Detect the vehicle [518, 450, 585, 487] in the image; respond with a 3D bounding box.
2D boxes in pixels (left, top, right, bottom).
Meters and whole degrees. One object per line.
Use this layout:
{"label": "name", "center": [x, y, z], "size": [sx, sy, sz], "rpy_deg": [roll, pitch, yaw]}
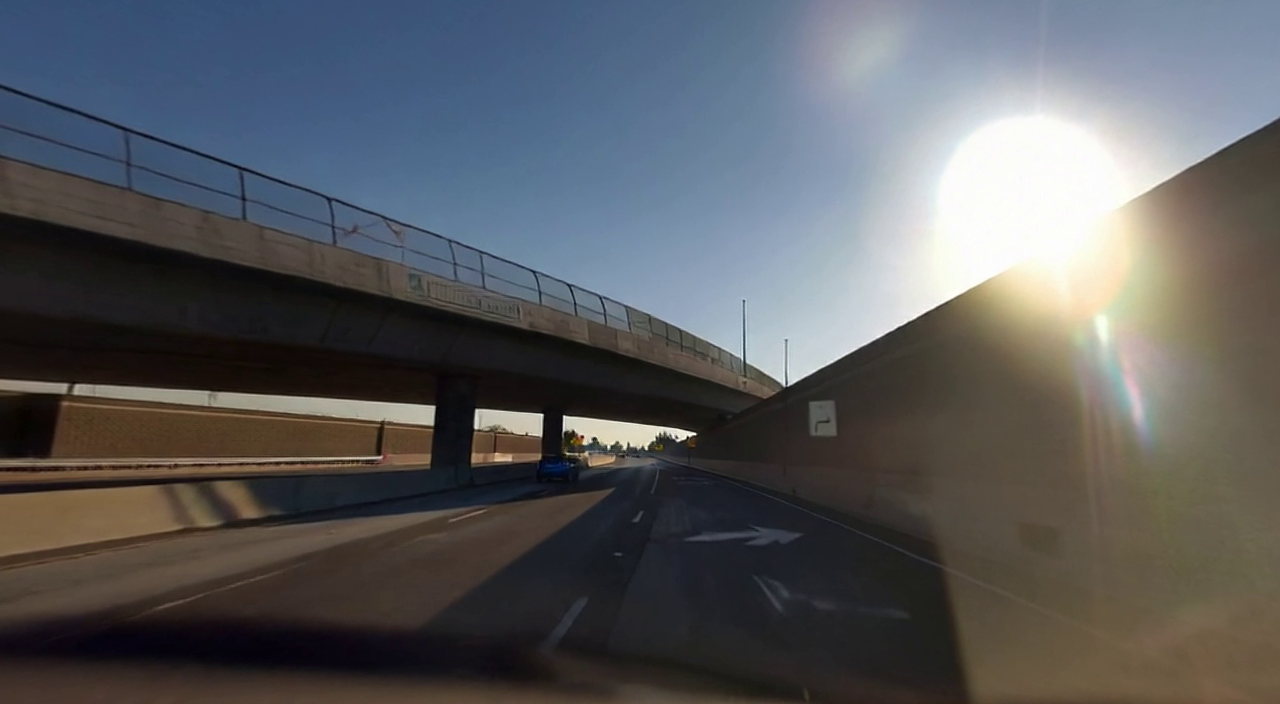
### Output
{"label": "vehicle", "center": [-4.059, 5.431, 29.768], "size": [2.172, 1.587, 4.518], "rpy_deg": [-1, -9, 5]}
